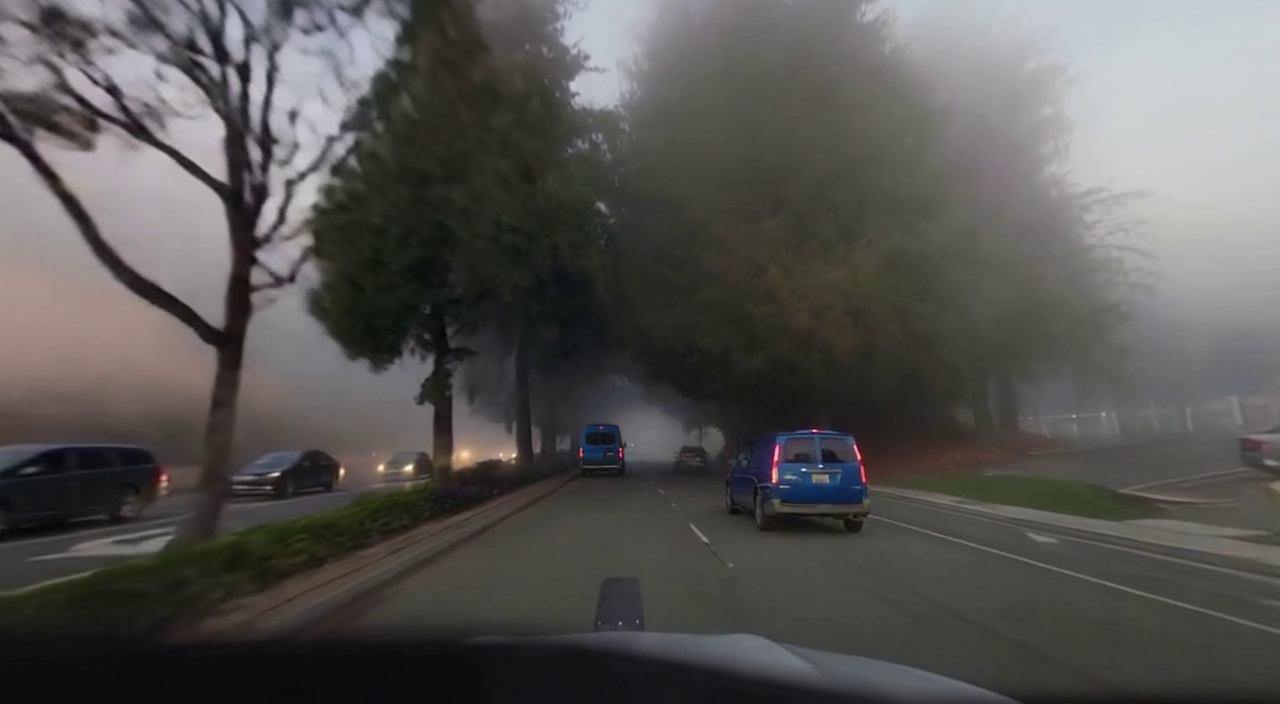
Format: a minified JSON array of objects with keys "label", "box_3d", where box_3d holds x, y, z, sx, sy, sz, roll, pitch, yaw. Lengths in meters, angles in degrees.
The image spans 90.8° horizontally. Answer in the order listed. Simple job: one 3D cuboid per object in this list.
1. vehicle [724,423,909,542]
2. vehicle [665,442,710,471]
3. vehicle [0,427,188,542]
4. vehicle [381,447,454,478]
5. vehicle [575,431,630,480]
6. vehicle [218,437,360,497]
[{"label":"vehicle","box_3d":[2.805,2.179,11.165,1.965,1.671,4.146,0,-9,-2]},{"label":"vehicle","box_3d":[2.833,6.365,38.660,2.248,1.692,4.252,0,-9,-2]},{"label":"vehicle","box_3d":[-11.269,2.375,11.783,2.091,1.806,4.859,0,-9,-1]},{"label":"vehicle","box_3d":[-11.656,5.803,33.508,2.116,1.481,4.572,0,-9,1]},{"label":"vehicle","box_3d":[-1.622,4.681,28.843,2.228,2.054,4.309,0,-9,0]},{"label":"vehicle","box_3d":[-11.459,3.774,21.107,2.192,1.754,4.569,0,-9,-1]}]
